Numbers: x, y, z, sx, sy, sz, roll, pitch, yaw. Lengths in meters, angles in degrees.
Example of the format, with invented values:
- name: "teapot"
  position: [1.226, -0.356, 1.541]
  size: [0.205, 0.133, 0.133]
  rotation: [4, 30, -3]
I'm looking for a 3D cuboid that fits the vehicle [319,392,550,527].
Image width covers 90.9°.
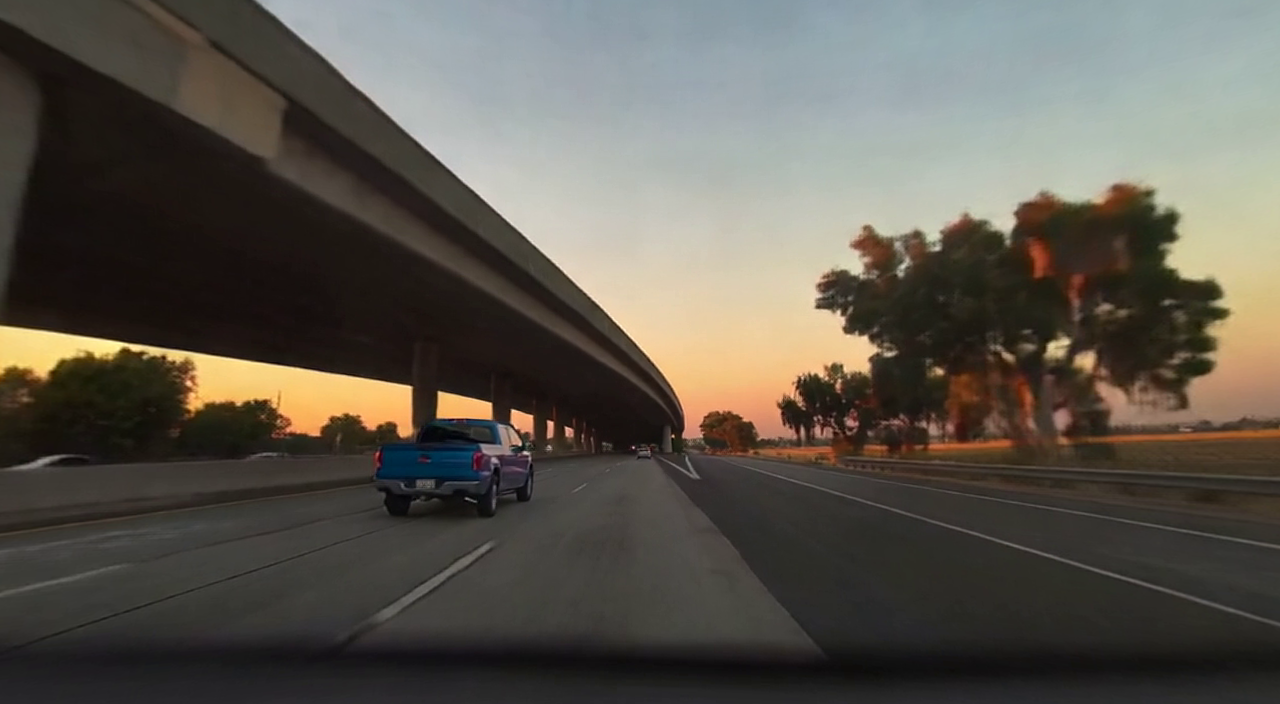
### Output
- name: "vehicle"
  position: [-3.615, 2.104, 12.847]
  size: [2.601, 2.084, 6.068]
  rotation: [0, -8, 0]
